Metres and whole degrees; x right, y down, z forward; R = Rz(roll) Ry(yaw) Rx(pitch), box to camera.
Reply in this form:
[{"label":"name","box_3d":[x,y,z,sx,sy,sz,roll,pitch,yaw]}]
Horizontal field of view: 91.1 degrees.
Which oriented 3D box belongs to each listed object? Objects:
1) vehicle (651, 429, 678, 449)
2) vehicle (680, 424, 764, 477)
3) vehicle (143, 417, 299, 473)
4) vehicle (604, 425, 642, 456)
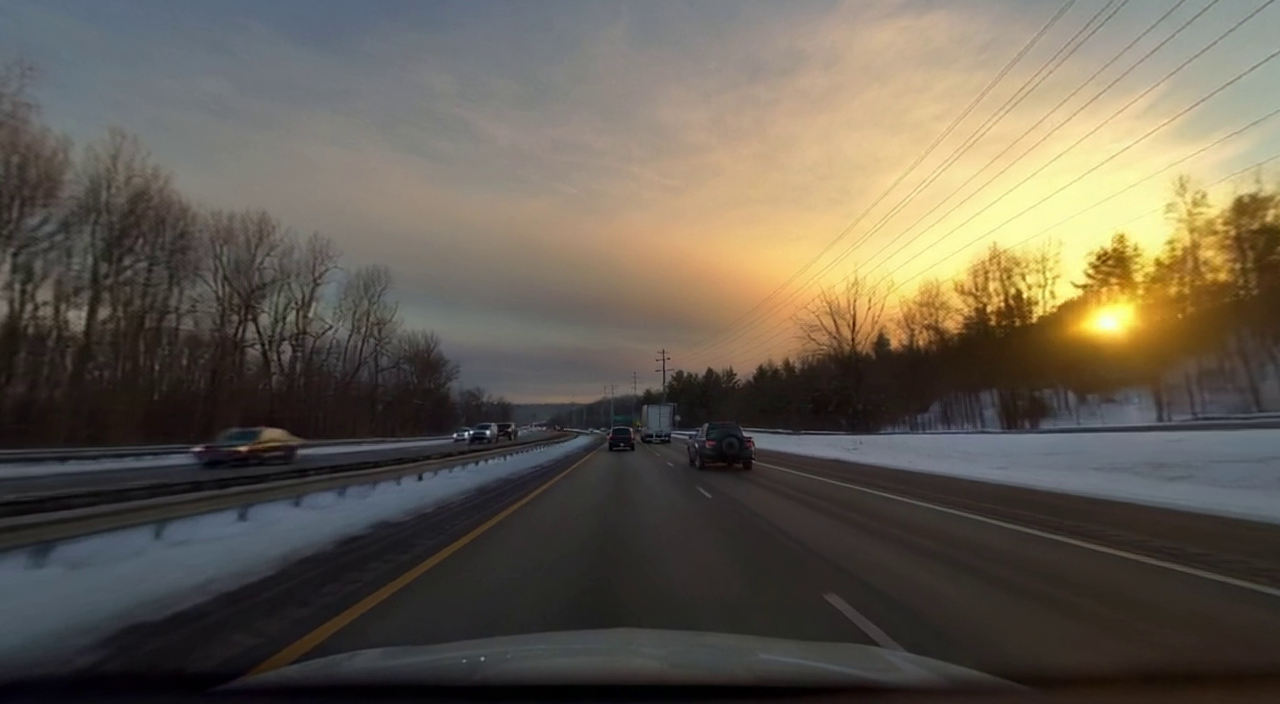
[{"label":"vehicle","box_3d":[1.843,6.835,49.233,1.807,1.484,3.765,0,-8,-2]},{"label":"vehicle","box_3d":[2.589,3.236,20.873,2.062,1.581,3.914,0,-8,-3]},{"label":"vehicle","box_3d":[-12.517,2.813,19.193,1.815,1.475,4.344,0,-8,-1]},{"label":"vehicle","box_3d":[-0.932,4.949,35.095,2.019,1.642,3.790,0,-8,-1]}]
